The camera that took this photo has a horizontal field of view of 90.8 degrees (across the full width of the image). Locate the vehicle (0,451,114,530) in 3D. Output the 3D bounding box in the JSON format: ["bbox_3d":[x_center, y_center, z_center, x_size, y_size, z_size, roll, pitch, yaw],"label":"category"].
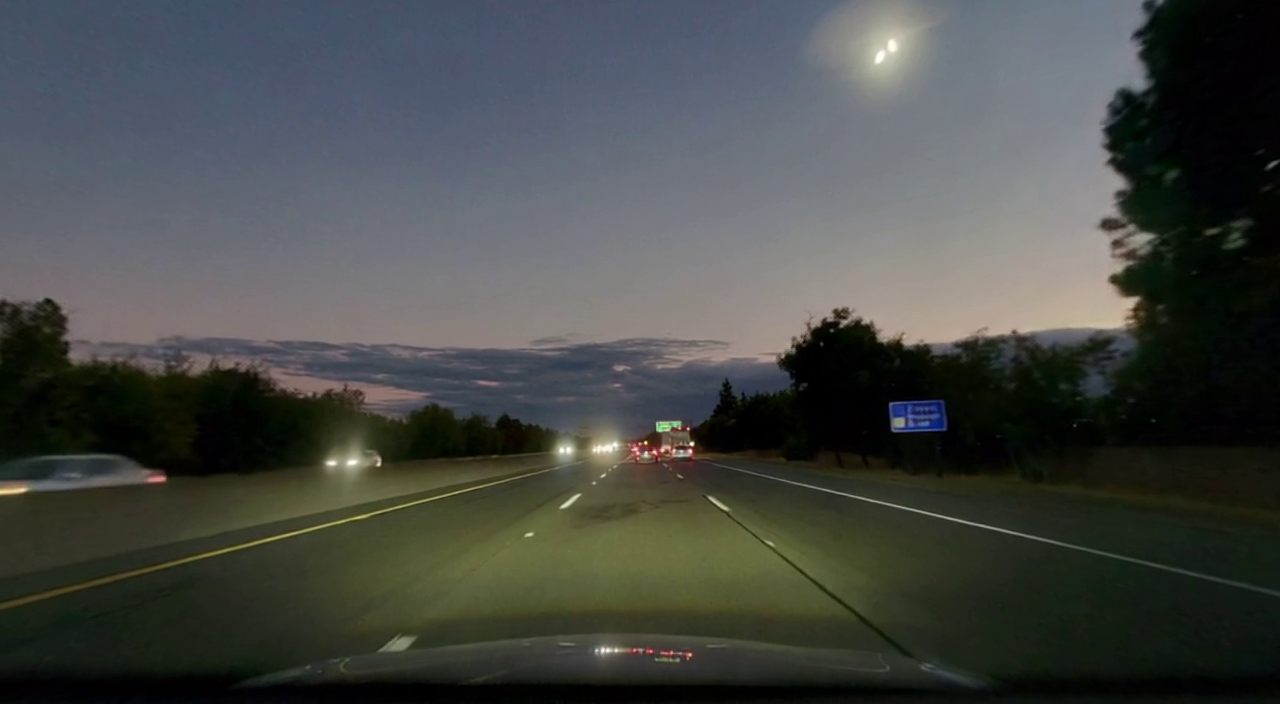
[{"bbox_3d":[-13.251,2.709,12.370,1.967,1.496,4.528,0,-9,0],"label":"vehicle"}]

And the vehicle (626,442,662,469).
[{"bbox_3d":[0.218,6.700,41.031,2.173,1.598,4.293,0,-9,-1],"label":"vehicle"}]

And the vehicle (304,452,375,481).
[{"bbox_3d":[-16.915,6.450,35.773,1.892,1.499,4.292,0,-9,0],"label":"vehicle"}]
